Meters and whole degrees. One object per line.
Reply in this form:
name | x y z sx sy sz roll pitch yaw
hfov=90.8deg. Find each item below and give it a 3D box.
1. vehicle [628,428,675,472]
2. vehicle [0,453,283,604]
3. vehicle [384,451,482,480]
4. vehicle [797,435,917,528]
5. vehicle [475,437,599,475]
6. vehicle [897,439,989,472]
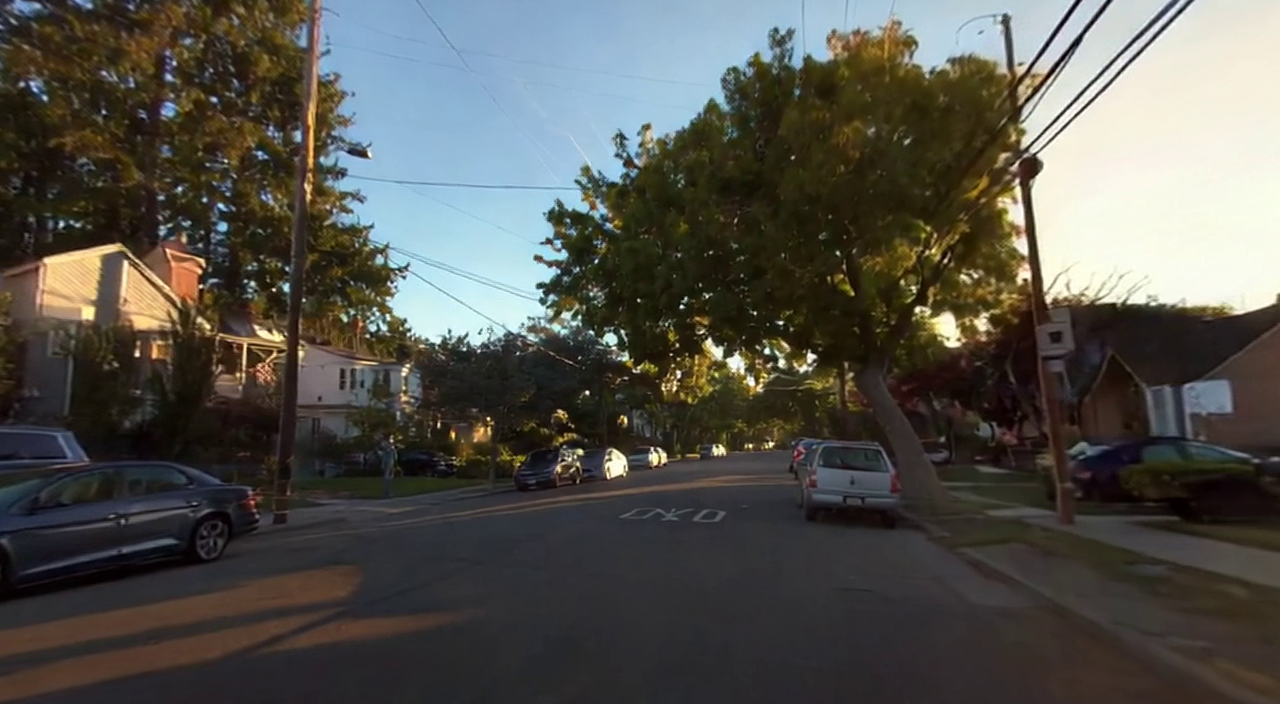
vehicle | 0.908 6.954 45.136 2.199 2.902 5.848 -2 -9 12
vehicle | -7.066 2.015 7.844 1.968 1.449 4.502 -2 -9 13
vehicle | -10.662 5.858 32.672 4.481 1.420 1.712 -1 -9 9
vehicle | 4.136 2.477 12.566 1.908 1.572 3.105 -2 -9 13
vehicle | -5.802 5.849 35.807 6.488 2.009 2.354 -2 -9 12
vehicle | 16.131 5.537 33.883 4.075 1.674 1.811 -2 -9 13
